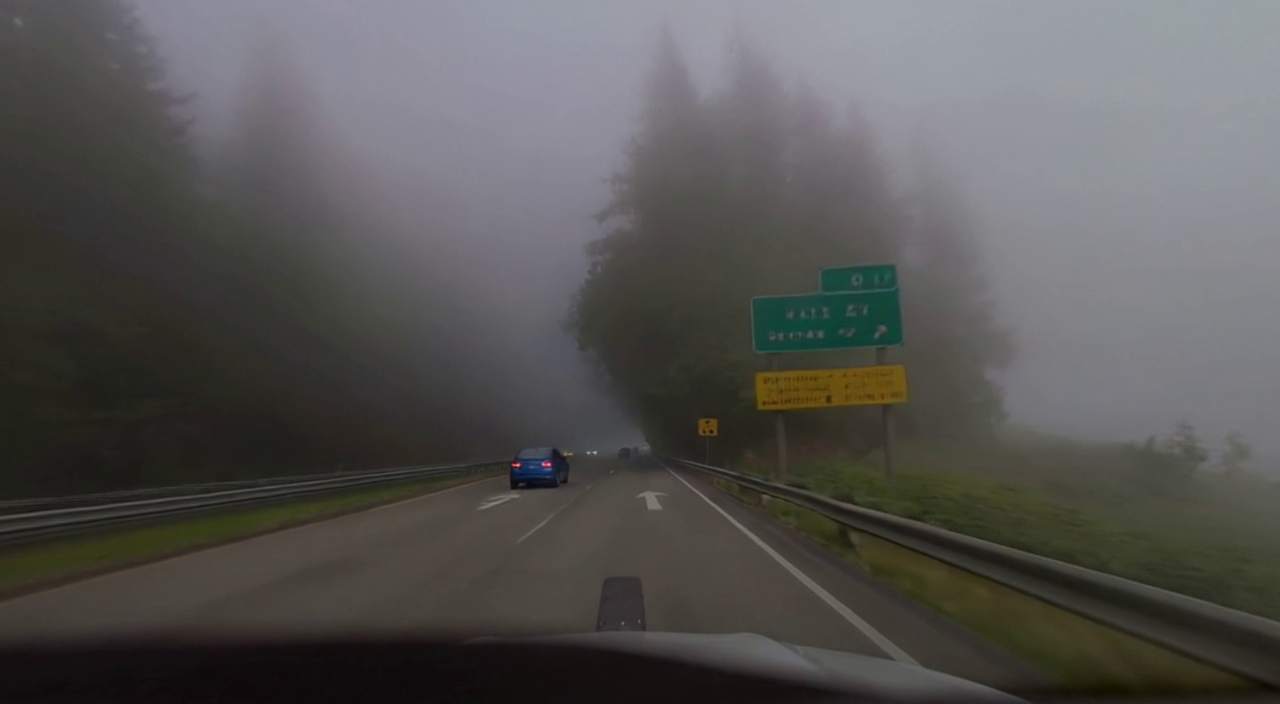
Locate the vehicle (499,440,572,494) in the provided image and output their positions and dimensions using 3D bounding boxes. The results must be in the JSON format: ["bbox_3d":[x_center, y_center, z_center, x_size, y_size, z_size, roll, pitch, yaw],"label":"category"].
[{"bbox_3d":[-3.222,3.619,20.136,1.675,1.537,3.574,0,-9,1],"label":"vehicle"}]
